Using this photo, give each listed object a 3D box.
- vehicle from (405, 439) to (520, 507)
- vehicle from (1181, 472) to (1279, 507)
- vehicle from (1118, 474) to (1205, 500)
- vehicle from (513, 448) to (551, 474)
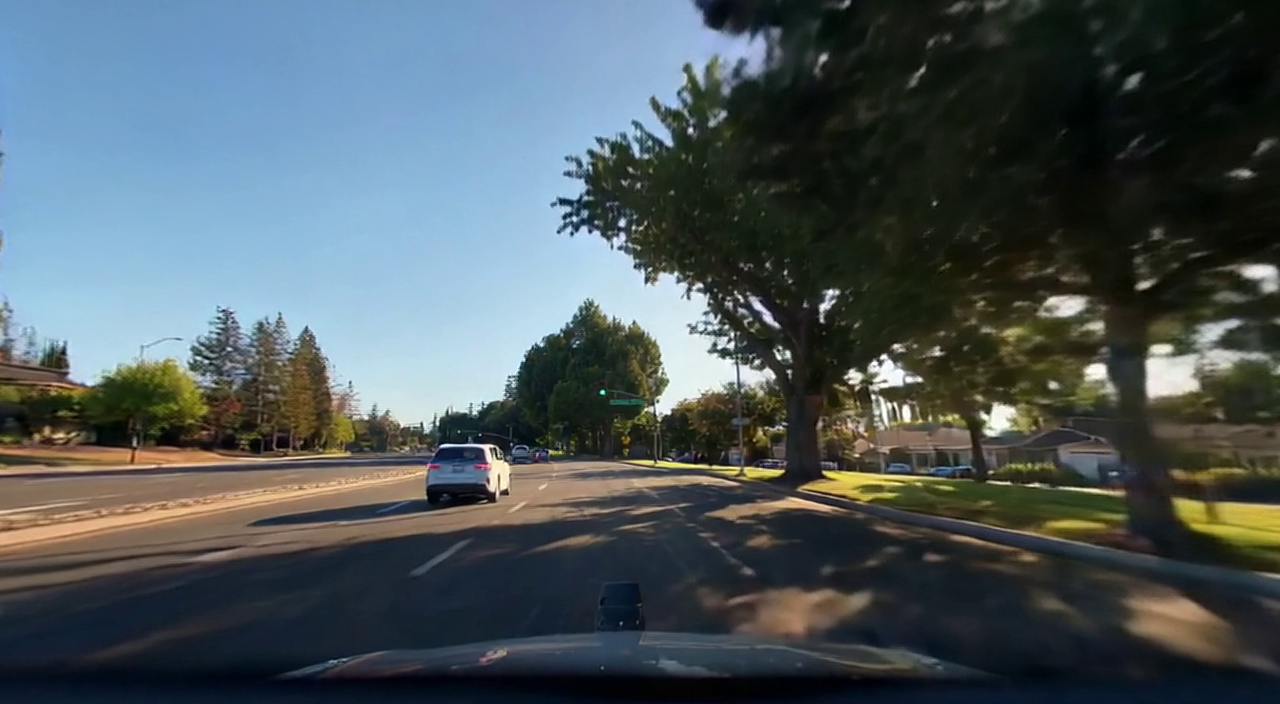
[{"bbox_3d":[-4.760,3.288,17.710,2.098,1.613,4.606,0,-8,-3],"label":"vehicle"},{"bbox_3d":[36.132,8.200,38.007,1.953,1.686,5.424,1,-8,-6],"label":"vehicle"},{"bbox_3d":[35.570,9.204,43.245,1.792,1.475,4.462,1,-8,-8],"label":"vehicle"},{"bbox_3d":[-6.518,6.572,38.406,1.904,1.476,3.736,0,-8,-5],"label":"vehicle"}]
